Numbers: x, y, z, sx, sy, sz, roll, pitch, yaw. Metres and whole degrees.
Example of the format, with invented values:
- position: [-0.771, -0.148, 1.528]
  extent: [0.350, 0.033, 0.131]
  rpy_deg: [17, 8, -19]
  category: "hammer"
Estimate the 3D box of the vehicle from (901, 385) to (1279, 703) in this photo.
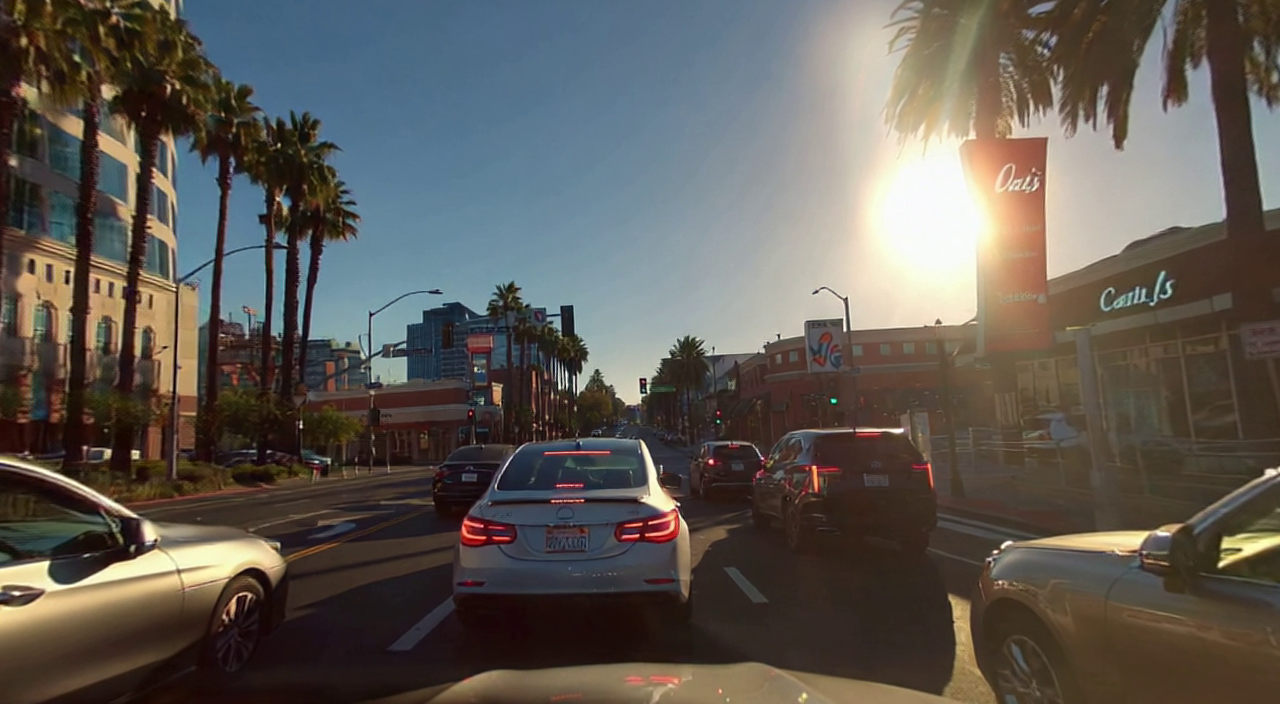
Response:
- position: [2.620, 0.812, 1.481]
  extent: [2.085, 1.469, 4.458]
  rpy_deg: [0, -9, 0]
  category: "vehicle"

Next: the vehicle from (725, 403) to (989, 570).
- position: [2.639, 1.775, 9.078]
  extent: [2.096, 1.775, 4.440]
  rpy_deg: [0, -9, -1]
  category: "vehicle"

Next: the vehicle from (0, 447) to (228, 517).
- position: [-12.857, 3.142, 15.928]
  extent: [1.870, 1.475, 4.531]
  rpy_deg: [0, -9, 0]
  category: "vehicle"

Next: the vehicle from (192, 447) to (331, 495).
- position: [-12.861, 4.025, 21.889]
  extent: [1.856, 1.455, 4.700]
  rpy_deg: [0, -9, 0]
  category: "vehicle"

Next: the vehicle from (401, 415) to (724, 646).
- position: [-0.519, 1.472, 6.235]
  extent: [2.096, 1.492, 4.071]
  rpy_deg: [0, -9, 0]
  category: "vehicle"
